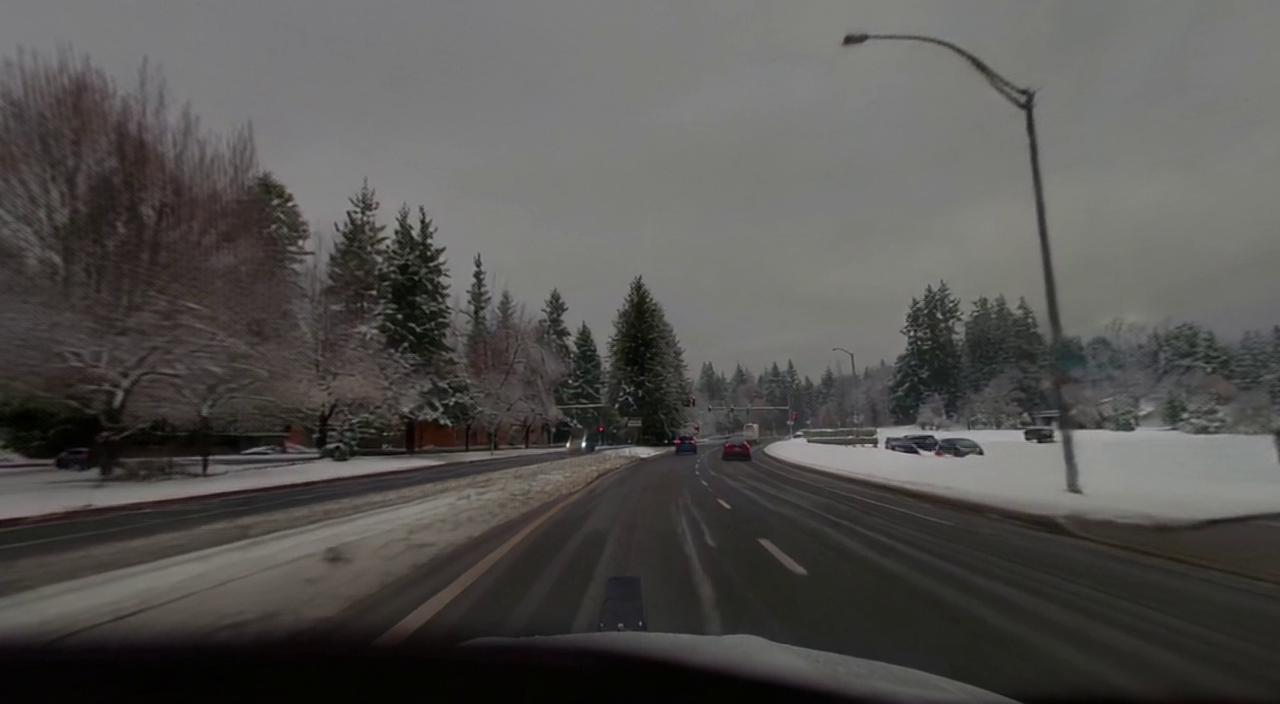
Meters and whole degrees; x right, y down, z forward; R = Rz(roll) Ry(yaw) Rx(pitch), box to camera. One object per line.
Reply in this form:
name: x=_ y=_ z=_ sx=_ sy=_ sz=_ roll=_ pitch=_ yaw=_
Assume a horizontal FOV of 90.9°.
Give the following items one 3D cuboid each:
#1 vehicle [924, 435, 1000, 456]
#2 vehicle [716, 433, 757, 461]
vehicle: x=23.834 y=6.937 z=46.809 sx=4.322 sy=1.467 sz=2.457 roll=0 pitch=-8 yaw=0
vehicle: x=5.595 y=5.556 z=36.967 sx=1.989 sy=1.497 sz=4.436 roll=-1 pitch=-8 yaw=4
